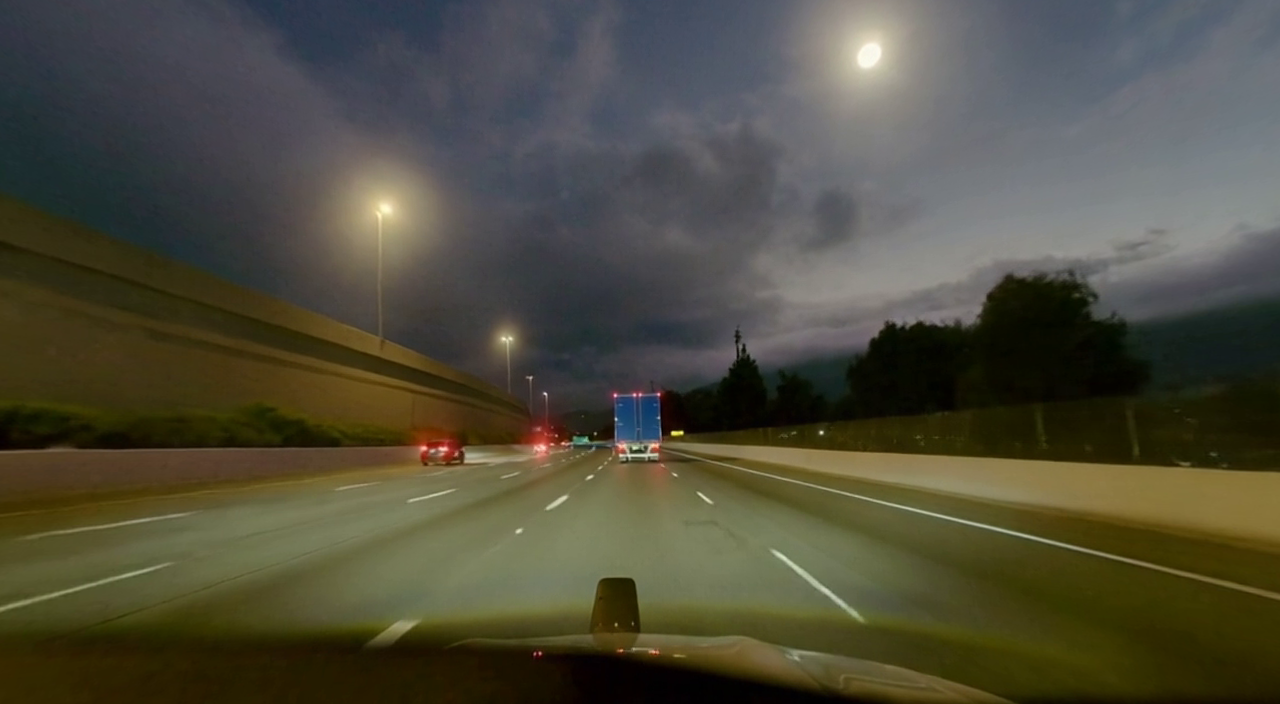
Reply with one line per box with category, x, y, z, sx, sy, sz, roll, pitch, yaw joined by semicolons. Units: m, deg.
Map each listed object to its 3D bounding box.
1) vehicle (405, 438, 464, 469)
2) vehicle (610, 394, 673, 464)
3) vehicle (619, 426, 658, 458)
vehicle;-11.426;5.645;35.388;1.919;1.625;4.183;0;-8;-1
vehicle;-0.204;4.963;39.328;3.233;3.678;11.032;0;-9;-3
vehicle;-0.135;5.159;36.094;2.052;1.666;4.358;0;-8;-2
